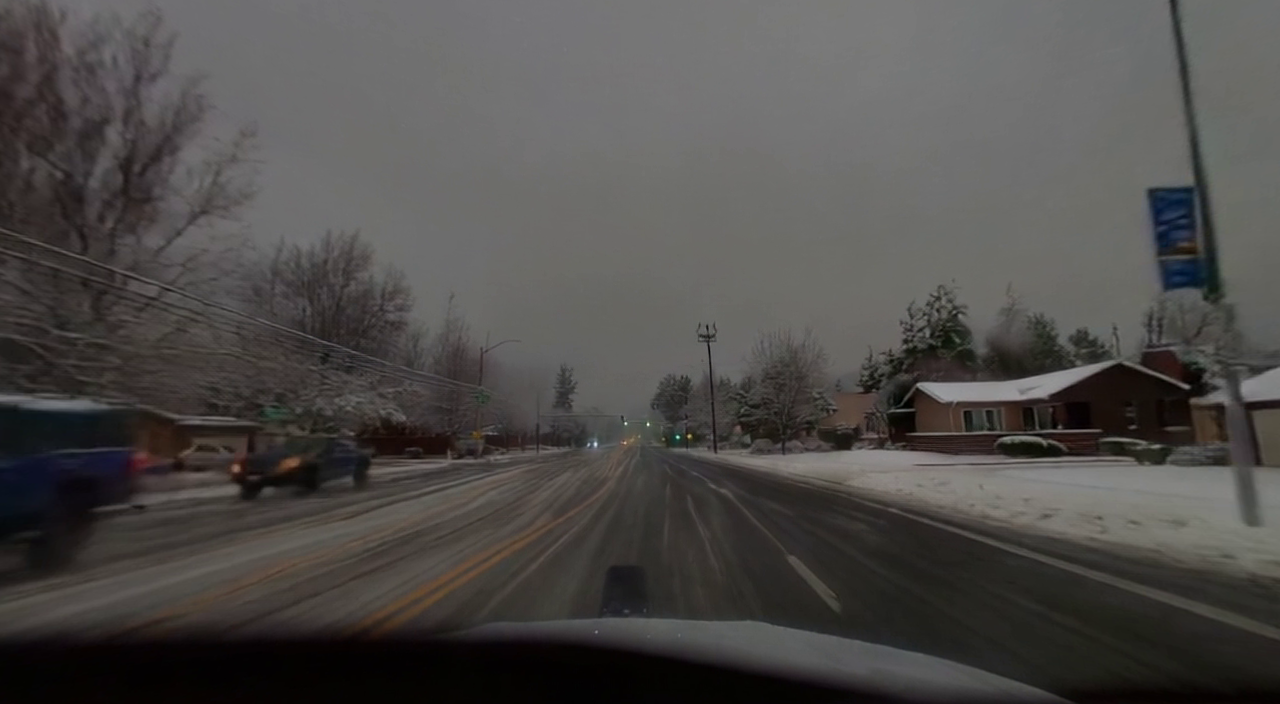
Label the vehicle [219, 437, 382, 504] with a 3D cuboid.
[{"bbox_3d":[-8.800,3.078,16.918,2.066,1.468,4.558,-1,-8,-3],"label":"vehicle"}]

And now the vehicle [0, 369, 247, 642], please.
[{"bbox_3d":[-5.236,1.057,4.435,2.128,1.753,4.516,0,-8,-2],"label":"vehicle"}]
